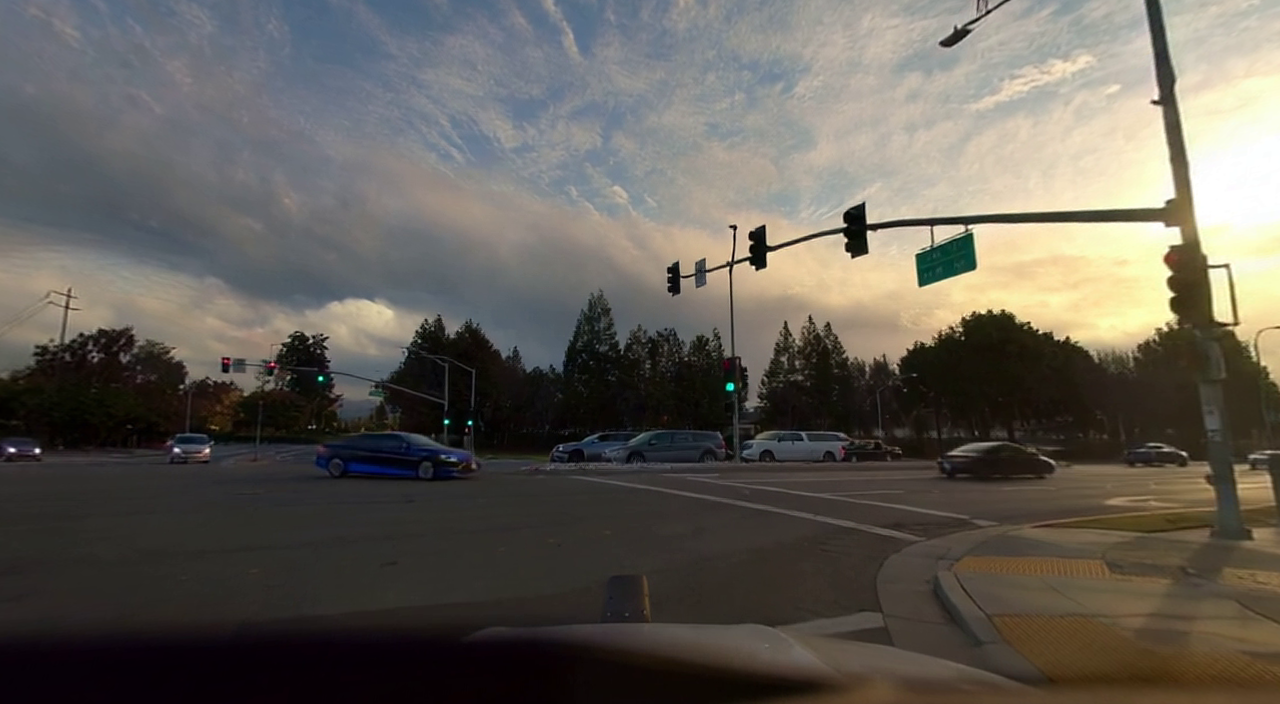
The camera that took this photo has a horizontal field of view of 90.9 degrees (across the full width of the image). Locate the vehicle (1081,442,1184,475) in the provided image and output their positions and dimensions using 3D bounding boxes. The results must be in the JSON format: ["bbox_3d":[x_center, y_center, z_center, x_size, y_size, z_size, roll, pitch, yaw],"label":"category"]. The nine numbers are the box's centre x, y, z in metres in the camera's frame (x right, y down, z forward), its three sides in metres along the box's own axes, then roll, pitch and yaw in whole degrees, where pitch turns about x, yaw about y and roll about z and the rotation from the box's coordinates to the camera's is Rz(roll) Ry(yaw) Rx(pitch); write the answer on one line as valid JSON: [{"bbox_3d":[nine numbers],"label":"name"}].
[{"bbox_3d":[23.822,5.123,30.450,5.032,1.473,1.827,4,-9,-26],"label":"vehicle"}]

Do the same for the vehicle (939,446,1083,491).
[{"bbox_3d":[12.481,3.845,21.202,4.425,1.366,1.865,4,-9,-24],"label":"vehicle"}]

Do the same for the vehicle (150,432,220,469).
[{"bbox_3d":[-24.861,5.352,34.356,2.450,1.807,5.332,7,-11,-41],"label":"vehicle"}]

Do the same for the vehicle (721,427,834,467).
[{"bbox_3d":[7.431,5.143,33.879,5.791,1.964,2.199,5,-10,-25],"label":"vehicle"}]

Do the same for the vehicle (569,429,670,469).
[{"bbox_3d":[-0.950,4.565,29.842,4.360,1.749,1.895,4,-10,-28],"label":"vehicle"}]

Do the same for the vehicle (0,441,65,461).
[{"bbox_3d":[-46.404,7.399,47.091,4.589,1.462,1.953,2,-9,-12],"label":"vehicle"}]

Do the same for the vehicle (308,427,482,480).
[{"bbox_3d":[-7.358,3.019,18.962,4.686,1.425,2.018,-3,-9,22],"label":"vehicle"}]

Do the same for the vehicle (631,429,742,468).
[{"bbox_3d":[2.044,4.201,27.548,4.483,1.589,1.852,4,-9,-26],"label":"vehicle"}]

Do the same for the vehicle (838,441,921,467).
[{"bbox_3d":[13.931,5.929,36.677,4.457,1.429,1.862,4,-9,-25],"label":"vehicle"}]
